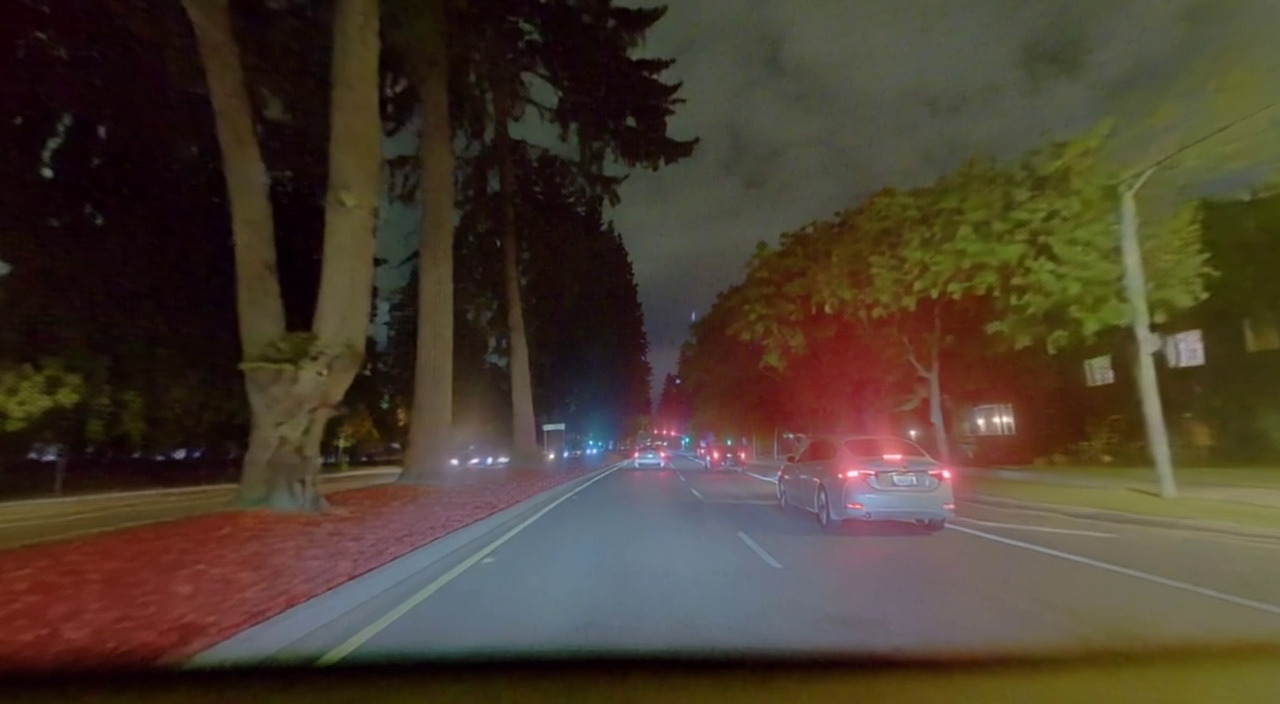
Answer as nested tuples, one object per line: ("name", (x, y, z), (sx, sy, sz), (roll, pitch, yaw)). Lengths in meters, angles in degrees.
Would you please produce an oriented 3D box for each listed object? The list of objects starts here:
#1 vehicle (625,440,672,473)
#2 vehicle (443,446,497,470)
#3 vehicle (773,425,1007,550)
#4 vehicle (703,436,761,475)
("vehicle", (0.460, 4.973, 30.277), (2.082, 1.473, 4.028), (0, -9, 2))
("vehicle", (-11.087, 6.927, 41.503), (2.123, 1.453, 4.712), (0, -9, 1))
("vehicle", (3.525, 1.984, 9.919), (1.985, 1.529, 4.147), (0, -9, 0))
("vehicle", (4.169, 4.757, 29.294), (2.074, 1.652, 4.340), (0, -9, 1))
